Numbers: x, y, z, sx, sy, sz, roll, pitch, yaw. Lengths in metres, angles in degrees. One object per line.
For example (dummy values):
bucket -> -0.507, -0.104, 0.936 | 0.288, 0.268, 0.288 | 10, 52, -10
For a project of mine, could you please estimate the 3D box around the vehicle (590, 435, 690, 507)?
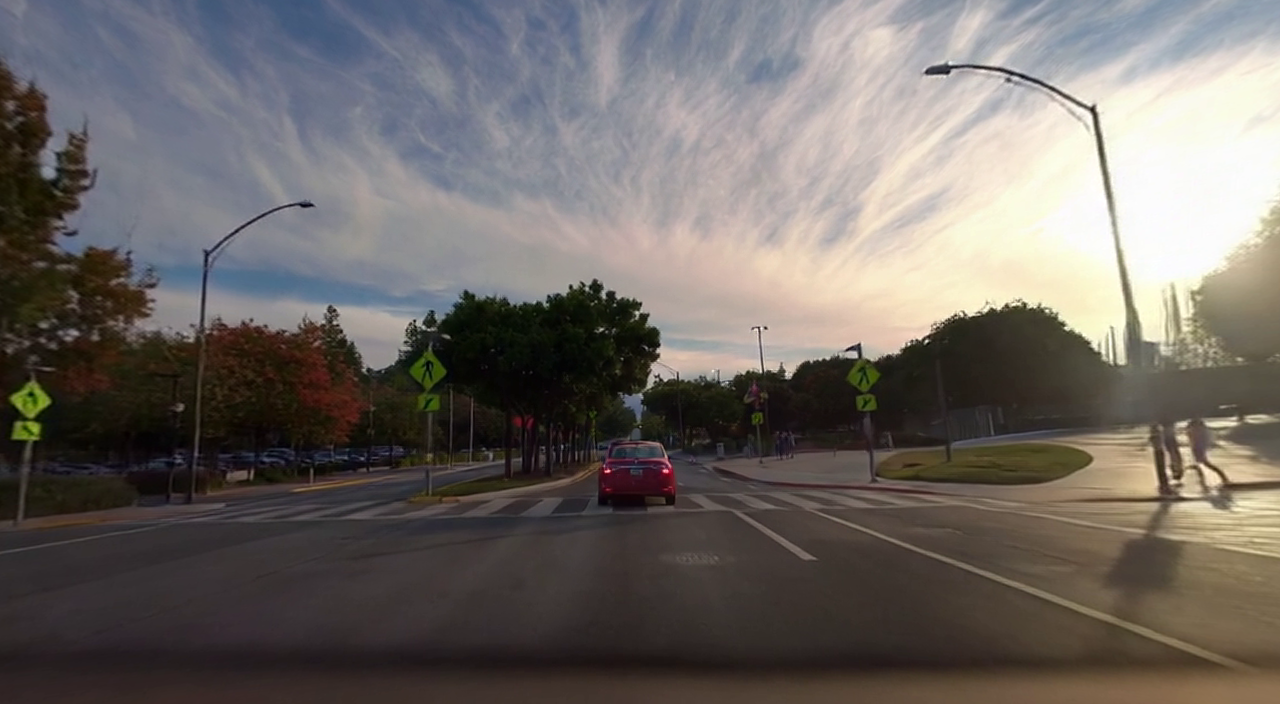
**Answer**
vehicle -> -0.074, 3.000, 16.393 | 2.221, 1.570, 4.398 | 0, -9, -2

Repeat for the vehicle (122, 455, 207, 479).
vehicle -> -35.670, 8.607, 47.466 | 4.466, 1.619, 2.319 | -1, -8, -1

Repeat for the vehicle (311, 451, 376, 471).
vehicle -> -23.101, 8.494, 49.301 | 4.038, 1.531, 2.015 | 1, -9, -3
